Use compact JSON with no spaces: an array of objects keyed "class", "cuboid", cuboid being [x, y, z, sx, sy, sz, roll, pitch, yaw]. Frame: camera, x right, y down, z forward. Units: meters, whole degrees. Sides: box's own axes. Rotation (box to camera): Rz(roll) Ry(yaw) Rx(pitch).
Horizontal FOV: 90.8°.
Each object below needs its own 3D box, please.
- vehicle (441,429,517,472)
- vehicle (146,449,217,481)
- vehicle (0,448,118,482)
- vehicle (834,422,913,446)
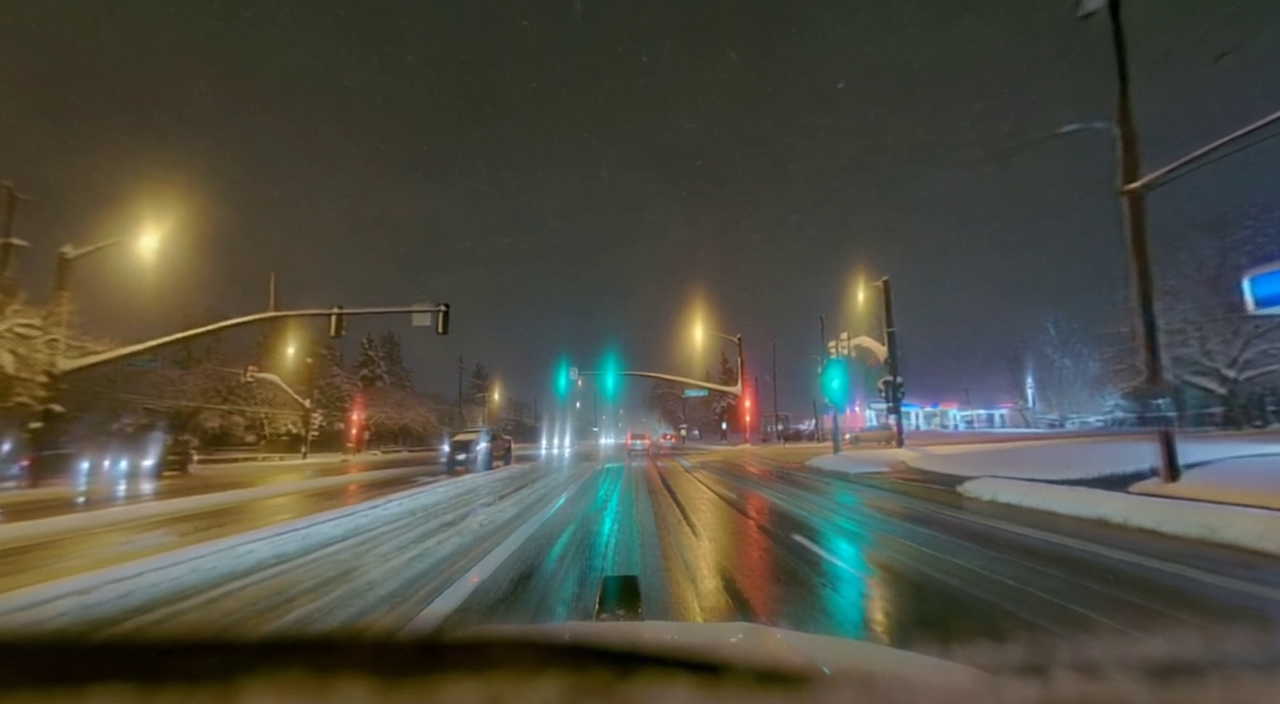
[{"class":"vehicle","cuboid":[-6.831,4.236,27.292,2.074,1.692,4.333,0,-8,1]},{"class":"vehicle","cuboid":[-23.277,5.682,31.995,4.444,1.457,1.927,-8,-11,42]},{"class":"vehicle","cuboid":[-33.012,6.353,35.680,5.040,1.826,2.155,0,-8,-1]},{"class":"vehicle","cuboid":[16.211,5.725,44.041,4.727,1.585,2.066,-1,-8,1]}]
